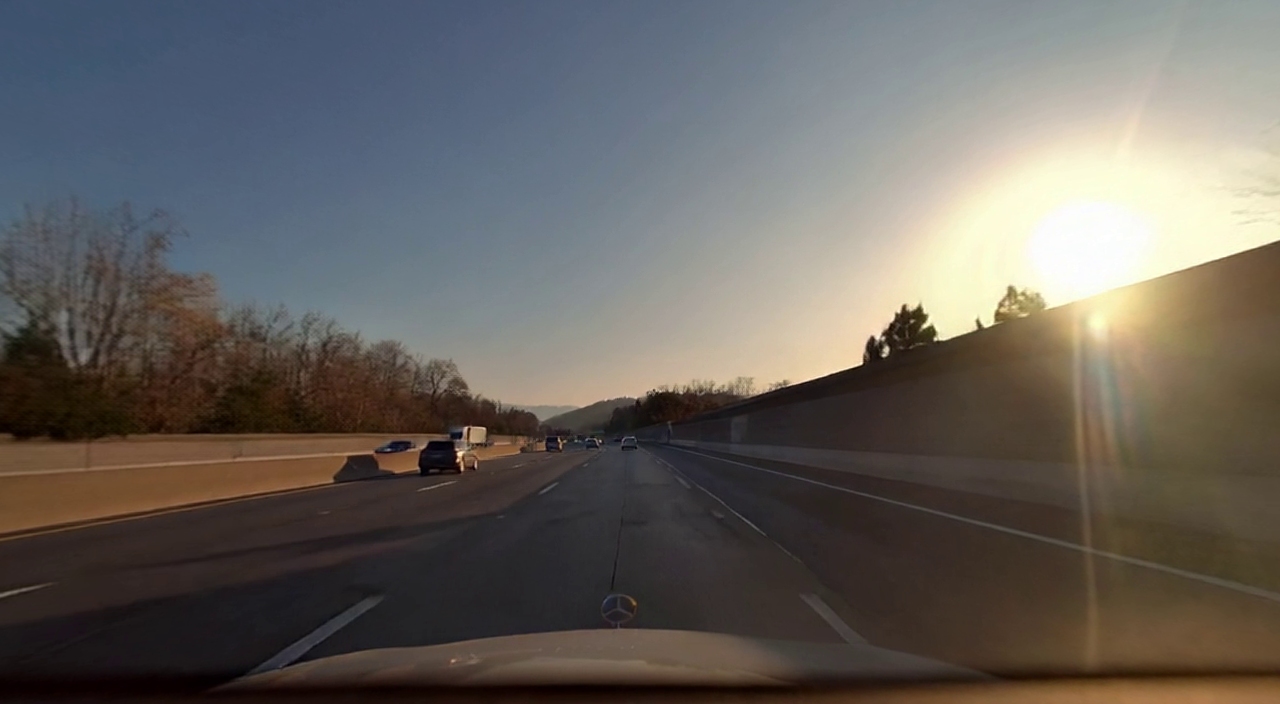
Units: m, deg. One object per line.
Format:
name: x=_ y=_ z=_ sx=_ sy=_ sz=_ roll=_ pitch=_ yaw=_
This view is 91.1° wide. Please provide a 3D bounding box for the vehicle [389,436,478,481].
vehicle: x=-7.658 y=3.950 z=23.770 sx=1.972 sy=1.532 sz=4.222 roll=0 pitch=-8 yaw=0
